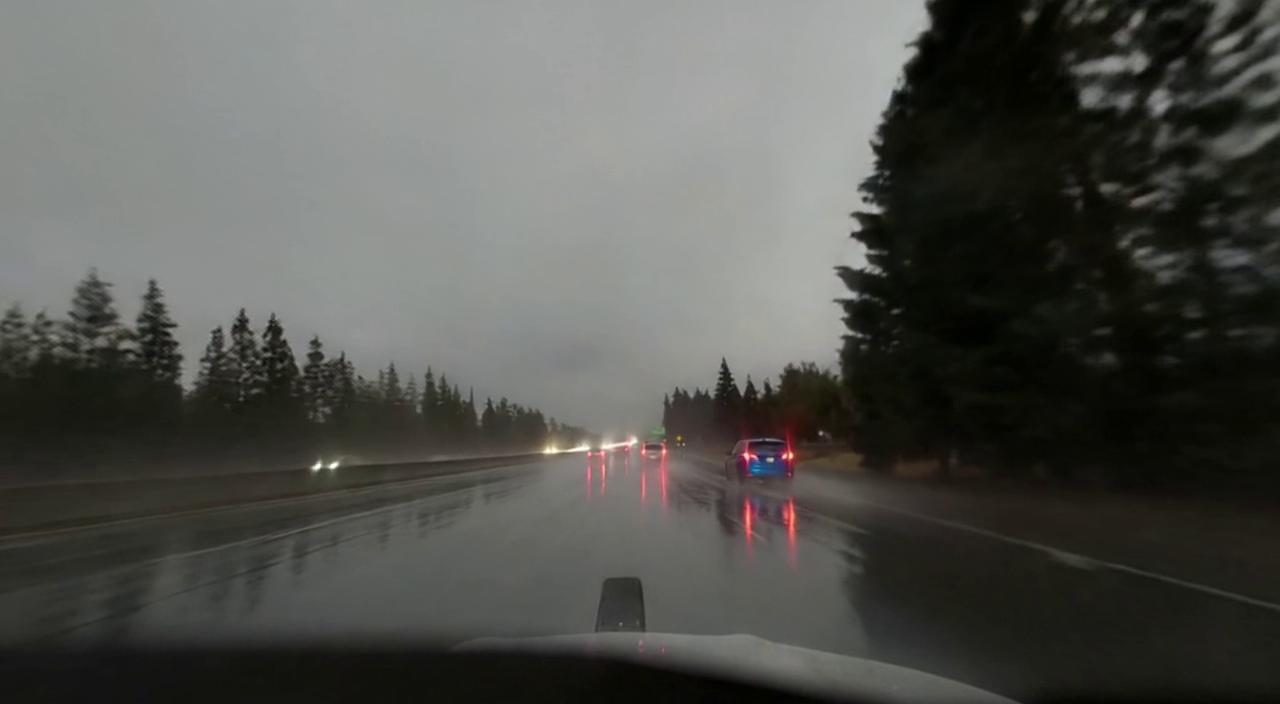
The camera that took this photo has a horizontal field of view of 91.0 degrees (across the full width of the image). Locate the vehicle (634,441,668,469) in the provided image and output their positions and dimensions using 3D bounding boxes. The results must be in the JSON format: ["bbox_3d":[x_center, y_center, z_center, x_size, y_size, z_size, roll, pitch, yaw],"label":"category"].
[{"bbox_3d":[0.711,7.142,43.760,2.205,1.785,4.423,0,-9,0],"label":"vehicle"}]

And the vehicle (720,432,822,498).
[{"bbox_3d":[3.754,3.332,18.907,2.082,1.720,4.393,0,-9,0],"label":"vehicle"}]
